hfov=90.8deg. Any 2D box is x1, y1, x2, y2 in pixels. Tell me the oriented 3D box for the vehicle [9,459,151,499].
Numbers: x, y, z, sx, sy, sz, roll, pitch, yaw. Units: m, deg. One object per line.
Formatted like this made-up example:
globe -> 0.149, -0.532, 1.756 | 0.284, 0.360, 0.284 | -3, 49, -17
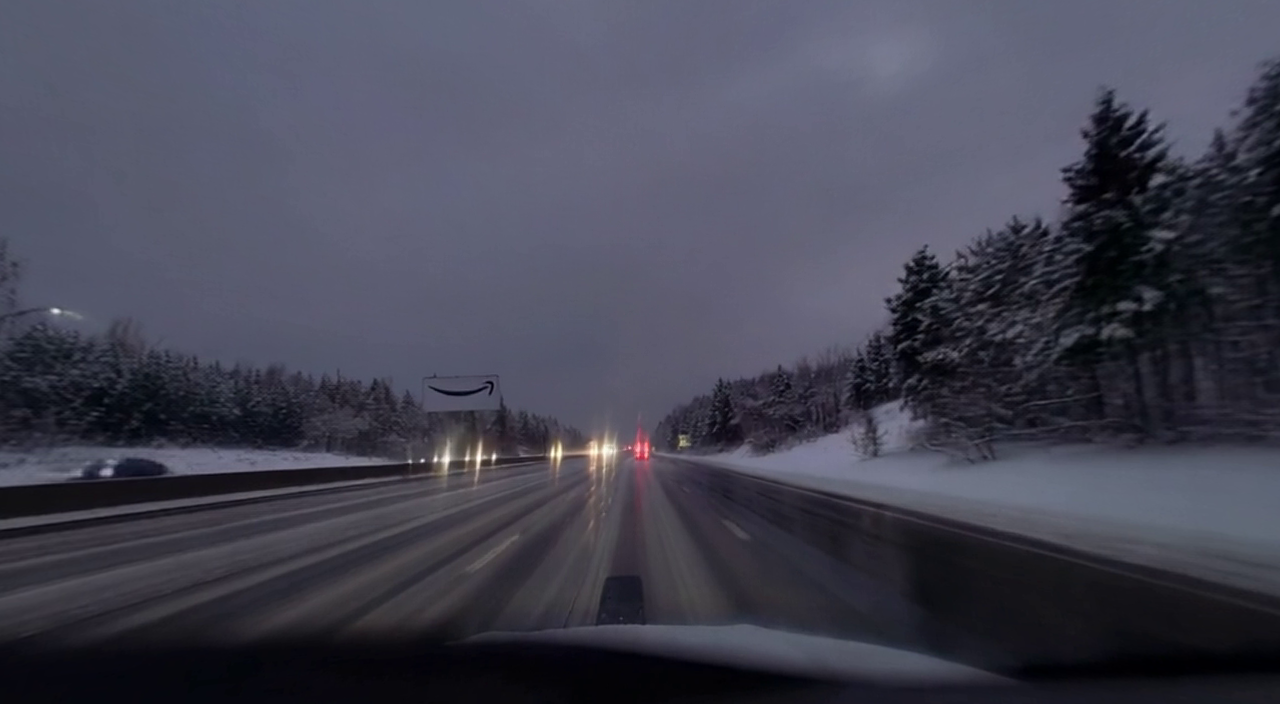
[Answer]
vehicle -> -22.894, 5.171, 26.066 | 1.789, 1.452, 4.408 | 0, -9, 0
